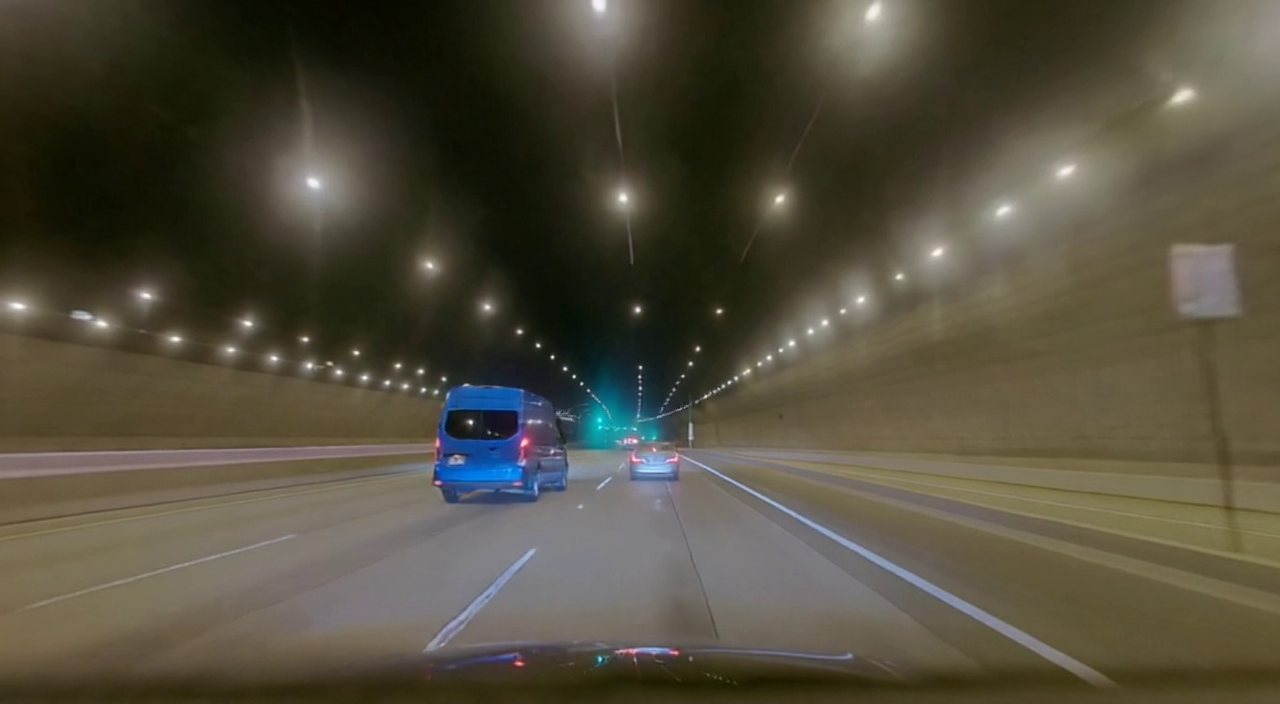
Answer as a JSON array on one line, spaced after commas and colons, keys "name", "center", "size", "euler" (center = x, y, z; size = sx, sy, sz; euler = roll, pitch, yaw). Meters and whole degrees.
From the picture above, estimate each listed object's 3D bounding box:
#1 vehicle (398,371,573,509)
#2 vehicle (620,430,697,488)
[{"name": "vehicle", "center": [-3.063, 1.930, 13.985], "size": [2.404, 2.459, 5.229], "euler": [-1, -8, 2]}, {"name": "vehicle", "center": [0.542, 3.212, 19.303], "size": [2.095, 1.553, 4.069], "euler": [-1, -8, 1]}]
